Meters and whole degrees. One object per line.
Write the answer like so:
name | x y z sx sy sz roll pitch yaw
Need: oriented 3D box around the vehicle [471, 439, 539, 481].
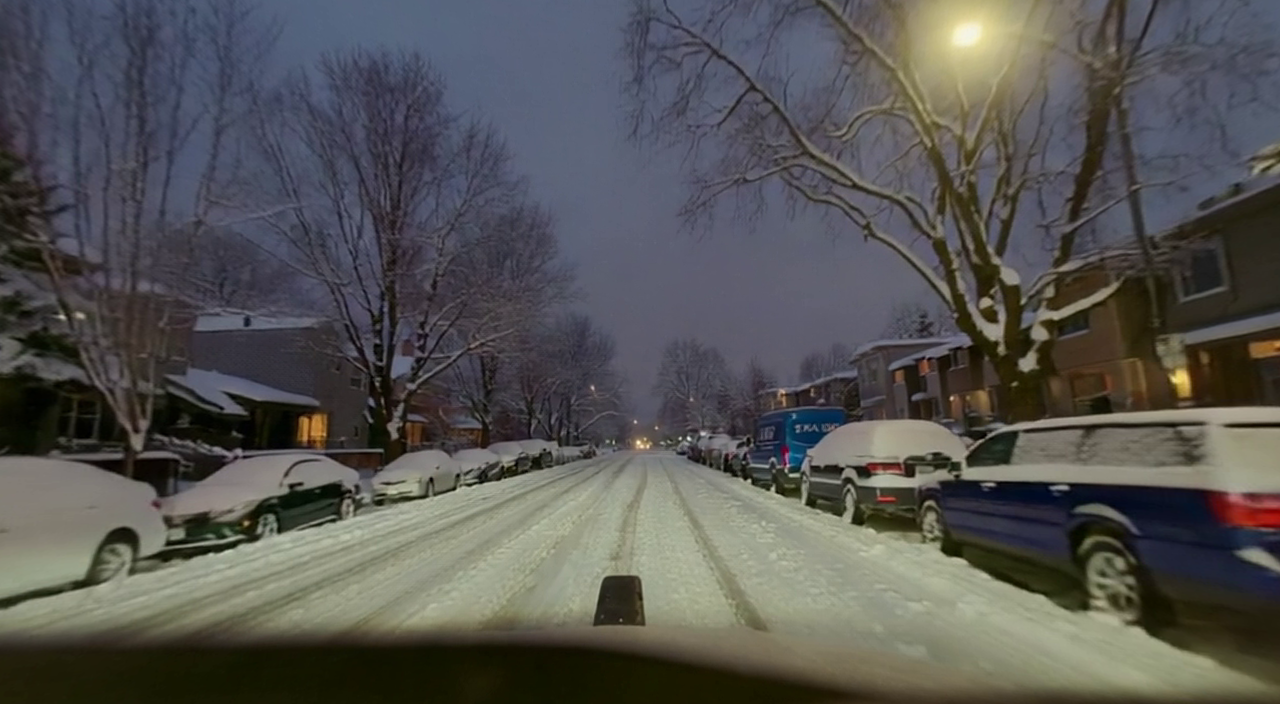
vehicle | -6.515 5.269 31.226 2.162 1.846 5.426 -1 -8 0

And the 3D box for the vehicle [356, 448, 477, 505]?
vehicle | -6.560 3.671 19.225 1.869 1.467 4.921 -1 -8 0

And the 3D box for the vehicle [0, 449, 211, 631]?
vehicle | -6.353 1.667 5.487 1.840 1.476 4.739 -2 -8 2

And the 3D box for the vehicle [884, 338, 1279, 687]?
vehicle | 4.506 1.251 6.044 2.072 1.883 5.576 0 -8 0

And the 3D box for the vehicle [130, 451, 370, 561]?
vehicle | -6.623 2.578 11.451 1.731 1.423 4.504 -2 -8 -4
